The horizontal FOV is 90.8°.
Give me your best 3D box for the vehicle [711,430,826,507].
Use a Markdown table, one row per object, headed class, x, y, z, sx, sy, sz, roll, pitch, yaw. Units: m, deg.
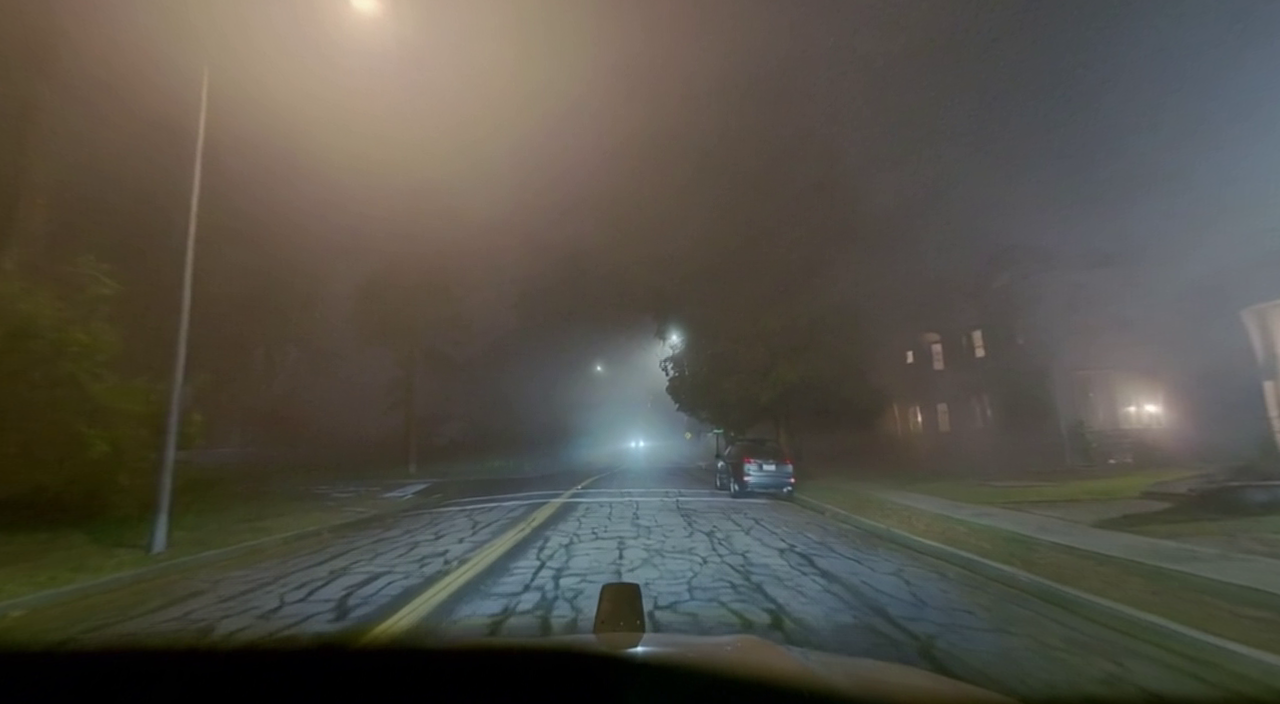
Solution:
| class | x | y | z | sx | sy | sz | roll | pitch | yaw |
| --- | --- | --- | --- | --- | --- | --- | --- | --- | --- |
| vehicle | 3.206 | 3.015 | 16.762 | 2.086 | 1.726 | 4.384 | -1 | -9 | 0 |
